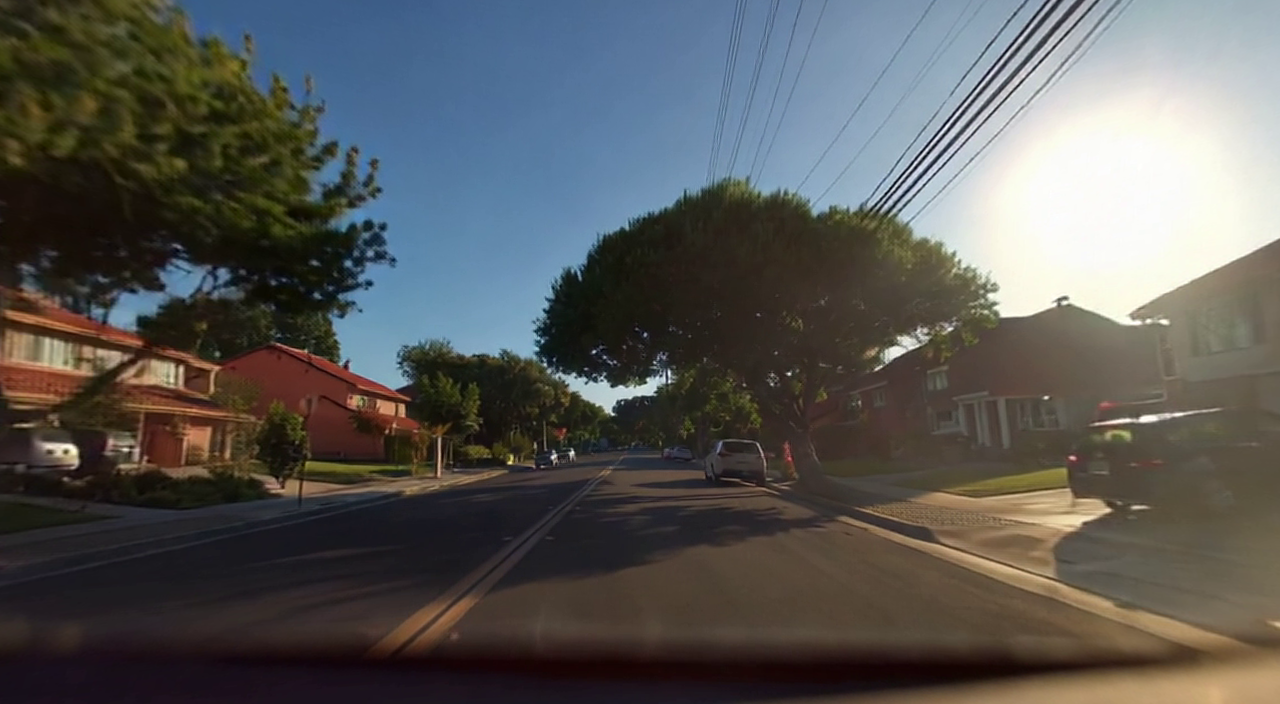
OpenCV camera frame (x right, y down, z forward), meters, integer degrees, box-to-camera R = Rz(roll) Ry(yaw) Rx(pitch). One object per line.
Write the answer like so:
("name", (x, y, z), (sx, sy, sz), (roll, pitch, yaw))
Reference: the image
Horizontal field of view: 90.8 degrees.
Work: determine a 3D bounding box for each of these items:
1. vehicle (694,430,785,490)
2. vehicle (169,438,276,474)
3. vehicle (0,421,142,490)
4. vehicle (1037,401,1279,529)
("vehicle", (3.358, 3.797, 22.573), (2.114, 1.858, 5.144), (0, -8, -4))
("vehicle", (-22.026, 5.497, 33.645), (2.139, 1.746, 5.099), (0, -8, 1))
("vehicle", (-18.174, 3.110, 19.125), (2.034, 1.829, 5.161), (0, -8, -2))
("vehicle", (9.621, 1.723, 9.889), (5.490, 1.774, 1.867), (0, -8, 0))
